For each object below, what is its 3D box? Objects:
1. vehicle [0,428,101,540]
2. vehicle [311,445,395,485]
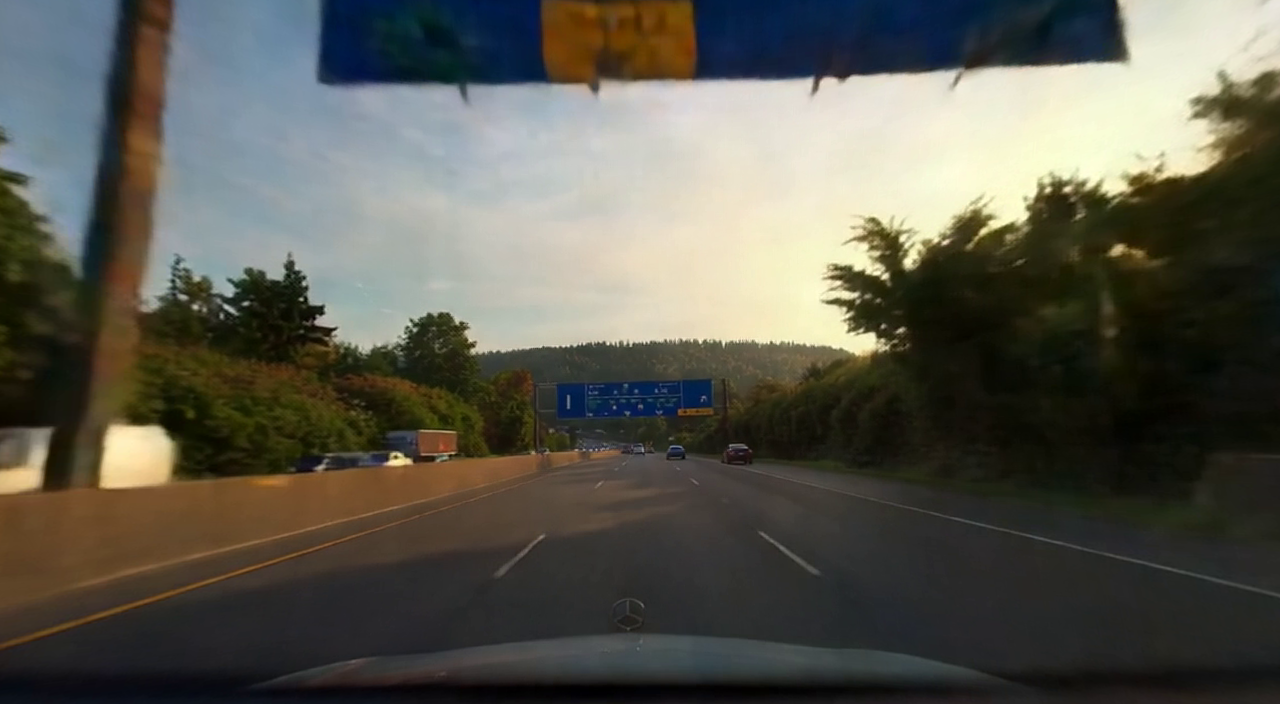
[{"bbox_3d":[-15.587,2.945,13.997,2.281,2.519,5.502,0,-9,0],"label":"vehicle"},{"bbox_3d":[-19.221,7.586,42.658,2.444,2.485,6.531,0,-9,1],"label":"vehicle"}]
